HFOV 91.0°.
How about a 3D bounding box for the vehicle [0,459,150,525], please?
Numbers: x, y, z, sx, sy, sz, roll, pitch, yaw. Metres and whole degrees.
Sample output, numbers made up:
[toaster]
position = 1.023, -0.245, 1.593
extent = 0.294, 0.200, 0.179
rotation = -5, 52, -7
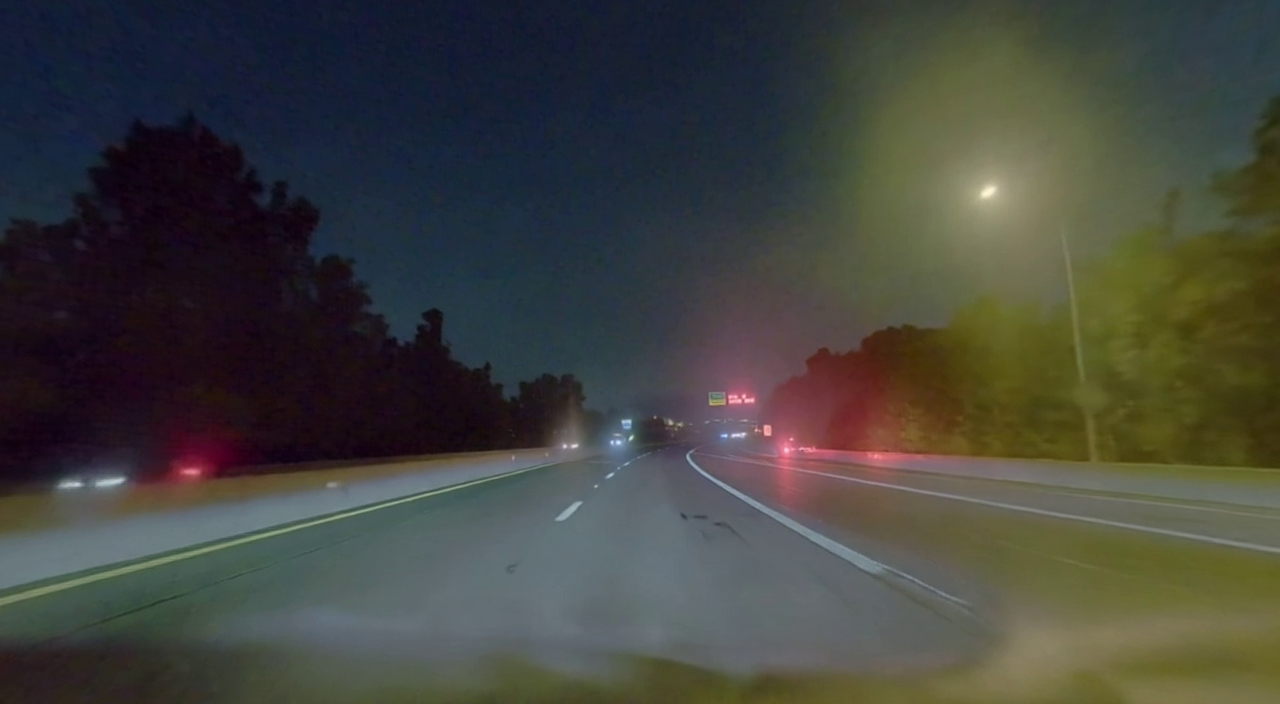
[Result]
[vehicle]
position = -15.752, 3.692, 17.018
extent = 1.938, 1.469, 3.725
rotation = -1, -8, 0
